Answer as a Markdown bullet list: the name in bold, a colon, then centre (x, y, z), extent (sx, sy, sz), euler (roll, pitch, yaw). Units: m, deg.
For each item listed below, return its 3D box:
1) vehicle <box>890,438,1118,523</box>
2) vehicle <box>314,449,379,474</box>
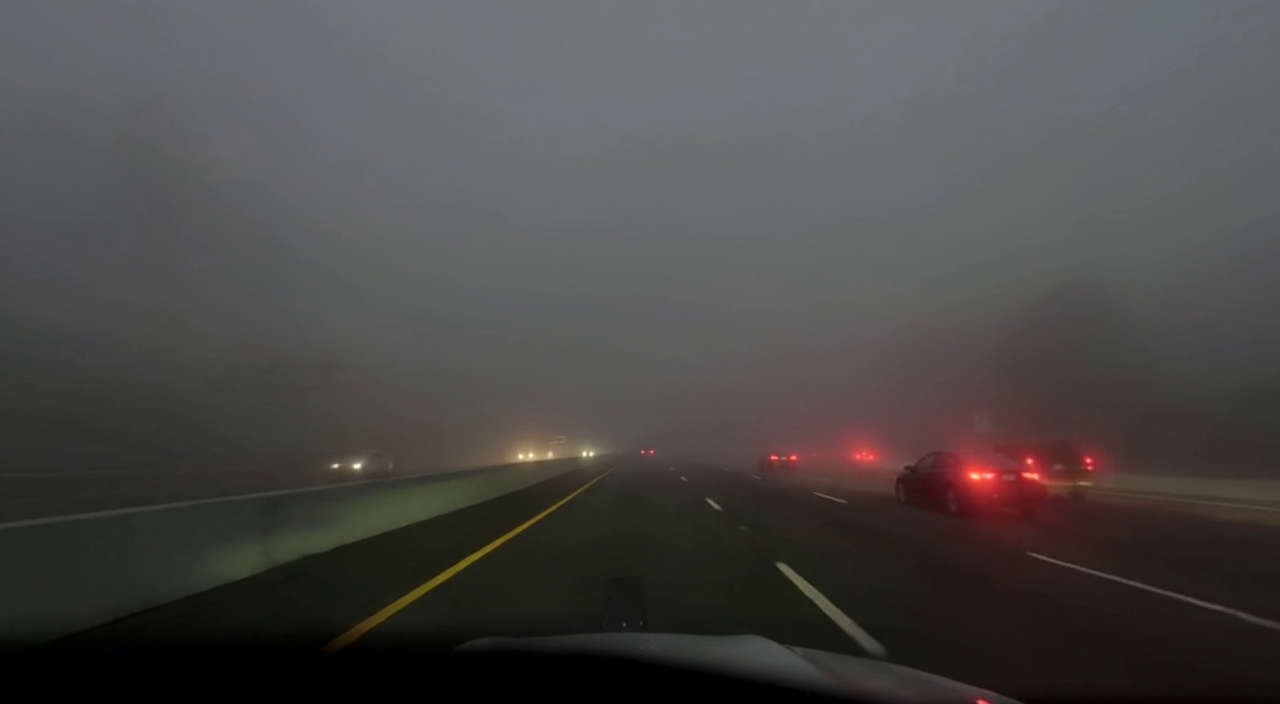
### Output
- **vehicle**: centre (7.670, 2.717, 14.051), extent (2.093, 1.525, 4.865), euler (0, -8, -1)
- **vehicle**: centre (-18.752, 6.998, 40.535), extent (1.892, 1.493, 4.485), euler (-1, -8, 2)
